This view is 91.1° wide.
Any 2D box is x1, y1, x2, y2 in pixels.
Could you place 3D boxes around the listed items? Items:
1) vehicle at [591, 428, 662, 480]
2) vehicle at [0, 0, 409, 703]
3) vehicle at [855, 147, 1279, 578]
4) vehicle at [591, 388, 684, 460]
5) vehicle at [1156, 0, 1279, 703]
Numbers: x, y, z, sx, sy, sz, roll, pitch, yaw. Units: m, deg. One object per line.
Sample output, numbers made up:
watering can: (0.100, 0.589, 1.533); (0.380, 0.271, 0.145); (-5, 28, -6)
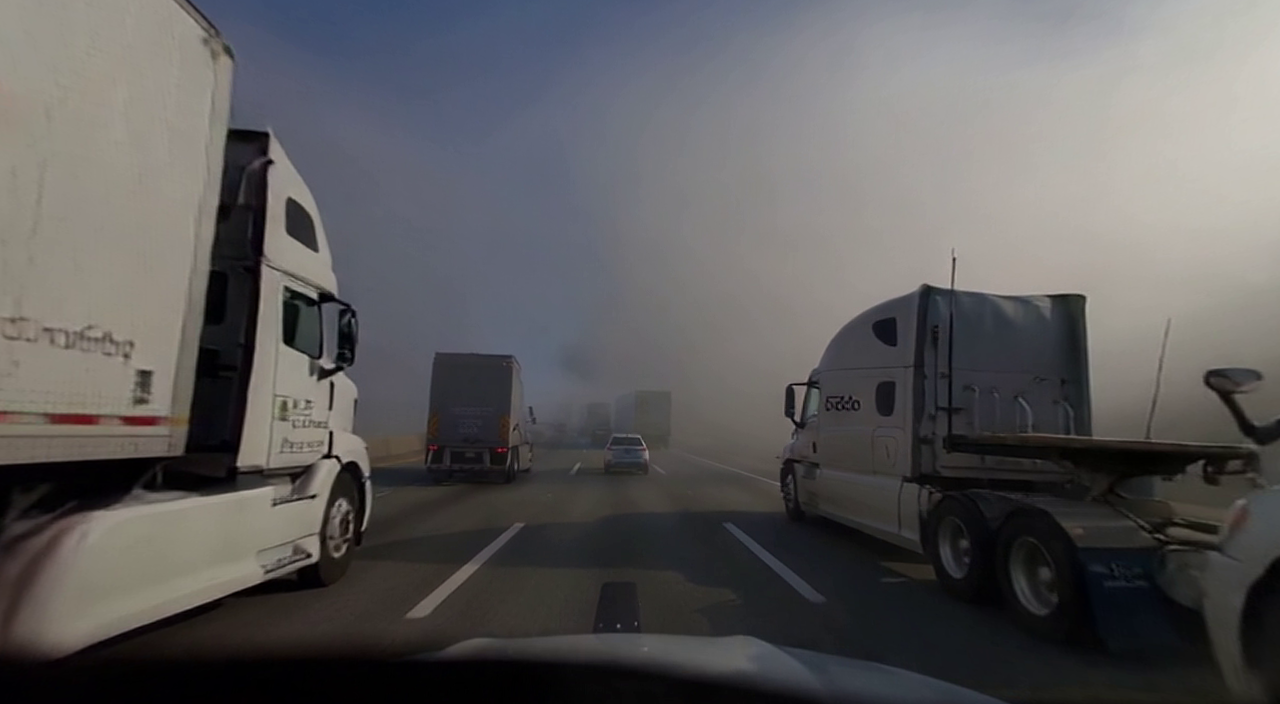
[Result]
vehicle: (-0.575, 3.350, 21.078); (2.060, 1.540, 4.374); (1, -8, -5)
vehicle: (-3.600, -0.404, 1.598); (2.822, 3.788, 8.799); (0, -8, -1)
vehicle: (7.257, 0.155, 6.522); (2.758, 4.032, 11.419); (3, -8, -20)
vehicle: (-0.654, 5.033, 43.005); (2.899, 4.112, 13.912); (2, -8, -15)
vehicle: (5.306, -0.570, 1.091); (2.992, 3.986, 5.841); (3, -8, -21)
